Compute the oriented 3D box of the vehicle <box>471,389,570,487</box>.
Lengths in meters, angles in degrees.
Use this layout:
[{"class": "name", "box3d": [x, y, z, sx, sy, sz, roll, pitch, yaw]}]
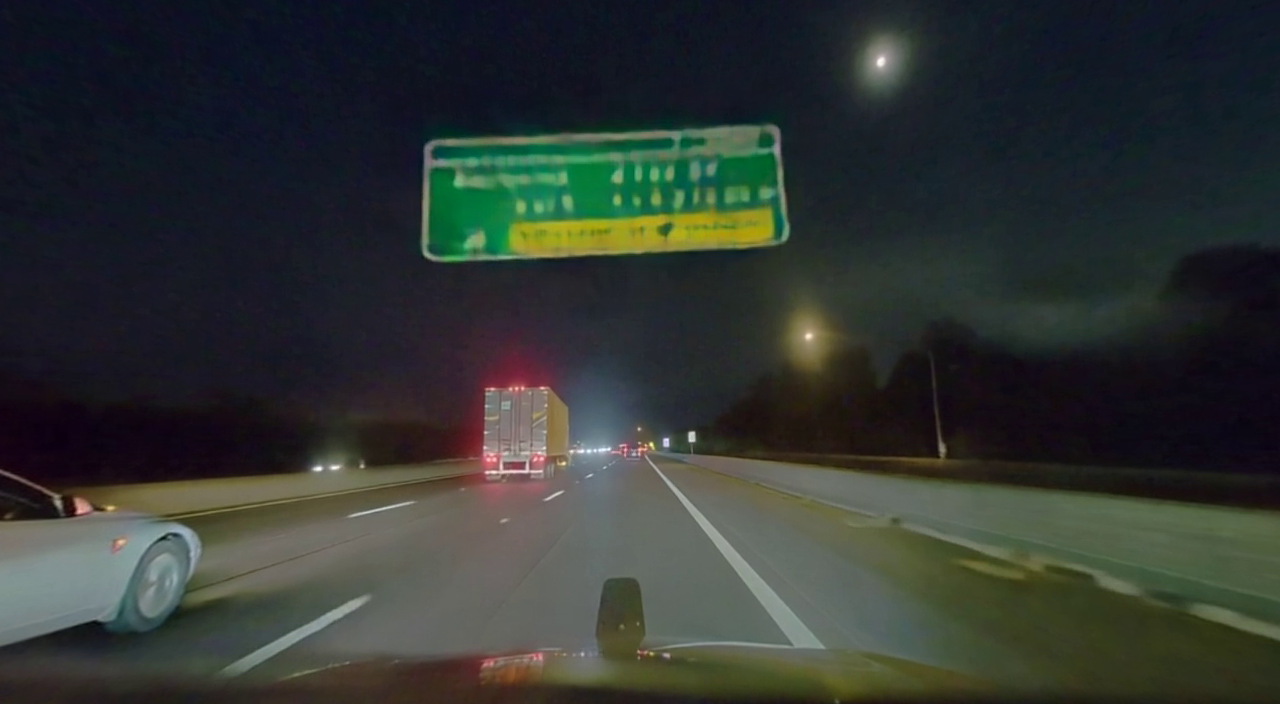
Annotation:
[{"class": "vehicle", "box3d": [-4.673, 3.615, 26.243, 2.707, 3.461, 7.191, 0, -9, 0]}]
